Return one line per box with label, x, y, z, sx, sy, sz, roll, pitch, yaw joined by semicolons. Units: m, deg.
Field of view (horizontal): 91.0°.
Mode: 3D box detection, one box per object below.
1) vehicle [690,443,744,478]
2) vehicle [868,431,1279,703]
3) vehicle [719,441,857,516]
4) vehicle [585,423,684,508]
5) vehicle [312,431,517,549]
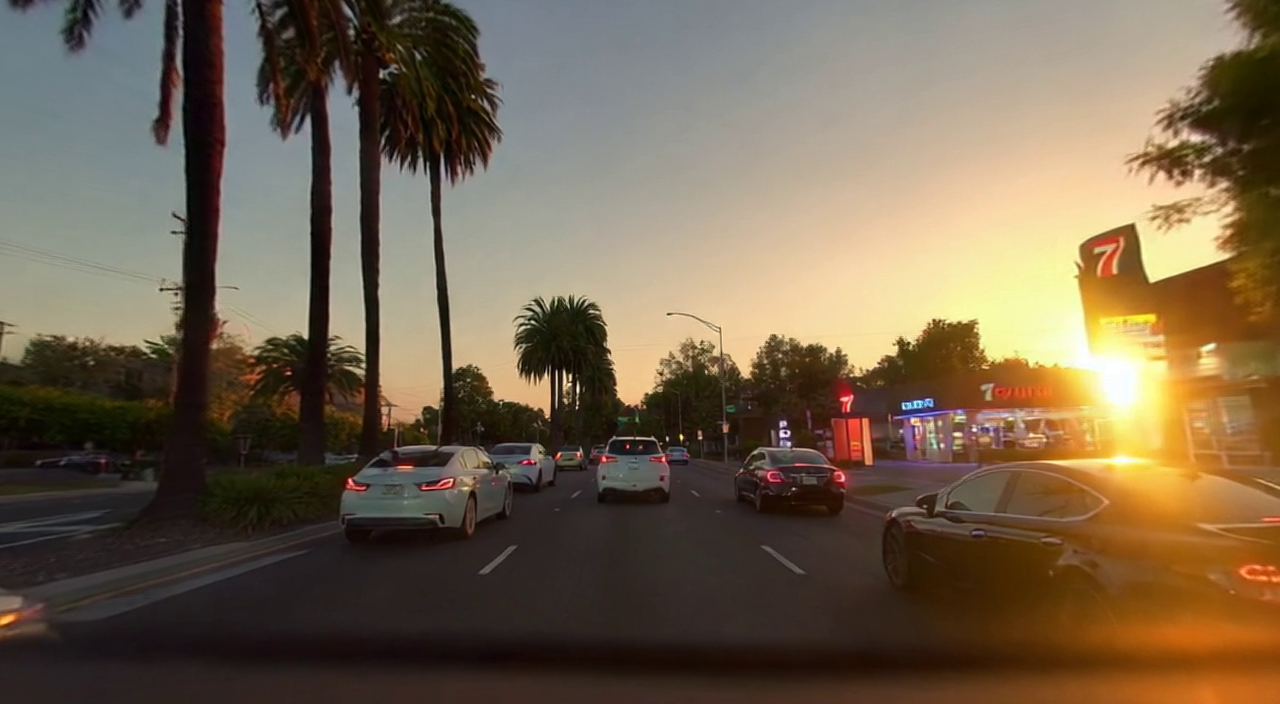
vehicle;3.403;4.865;28.574;1.880;1.476;3.932;0;-8;-1
vehicle;3.593;1.402;4.976;1.867;1.448;4.436;0;-8;-1
vehicle;3.235;2.861;14.854;1.977;1.480;4.589;0;-8;-2
vehicle;-0.134;2.824;16.082;2.164;1.867;4.254;0;-8;0
vehicle;-3.334;2.103;10.300;1.864;1.505;4.202;0;-8;-1
